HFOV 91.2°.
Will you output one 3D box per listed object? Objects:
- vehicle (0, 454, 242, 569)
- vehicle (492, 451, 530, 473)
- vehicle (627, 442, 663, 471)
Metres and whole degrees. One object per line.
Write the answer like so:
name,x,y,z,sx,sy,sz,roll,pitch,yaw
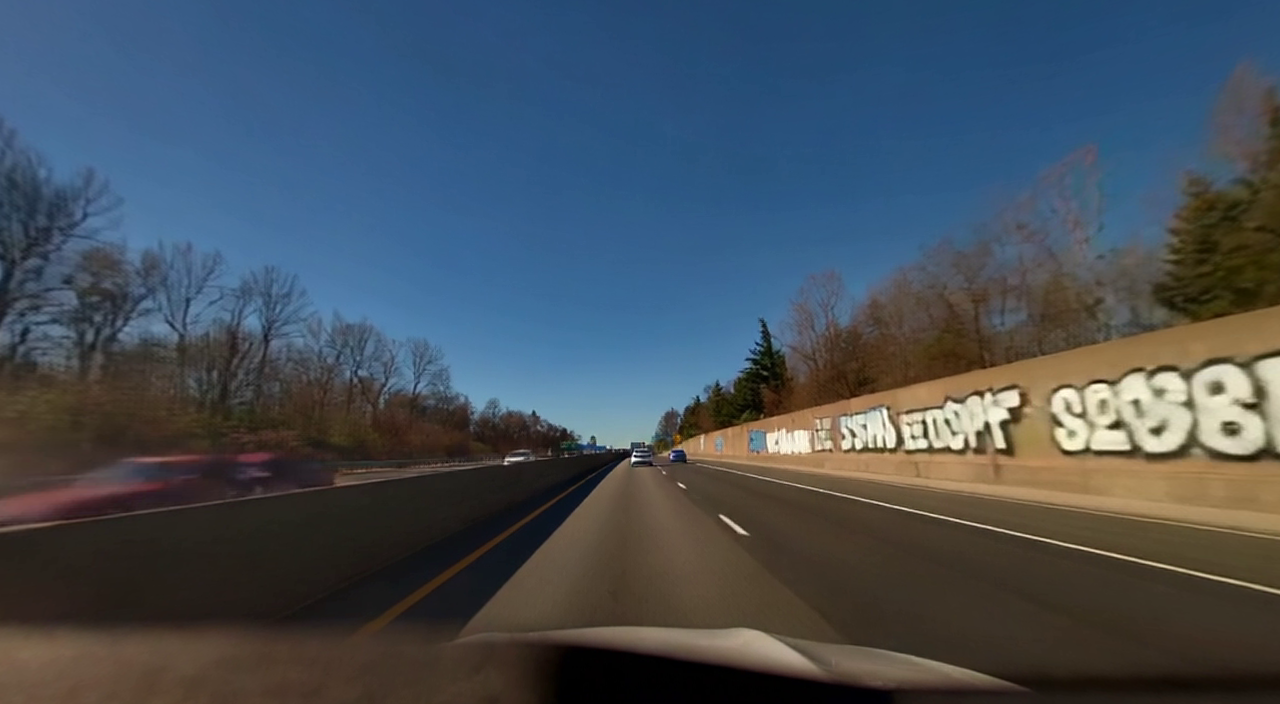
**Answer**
vehicle,-9.110,2.512,10.652,1.895,1.498,4.329,0,-9,-1
vehicle,-9.563,8.144,46.751,1.904,1.499,4.352,-1,-9,0
vehicle,0.263,6.508,39.042,2.095,1.671,4.219,0,-9,-1
